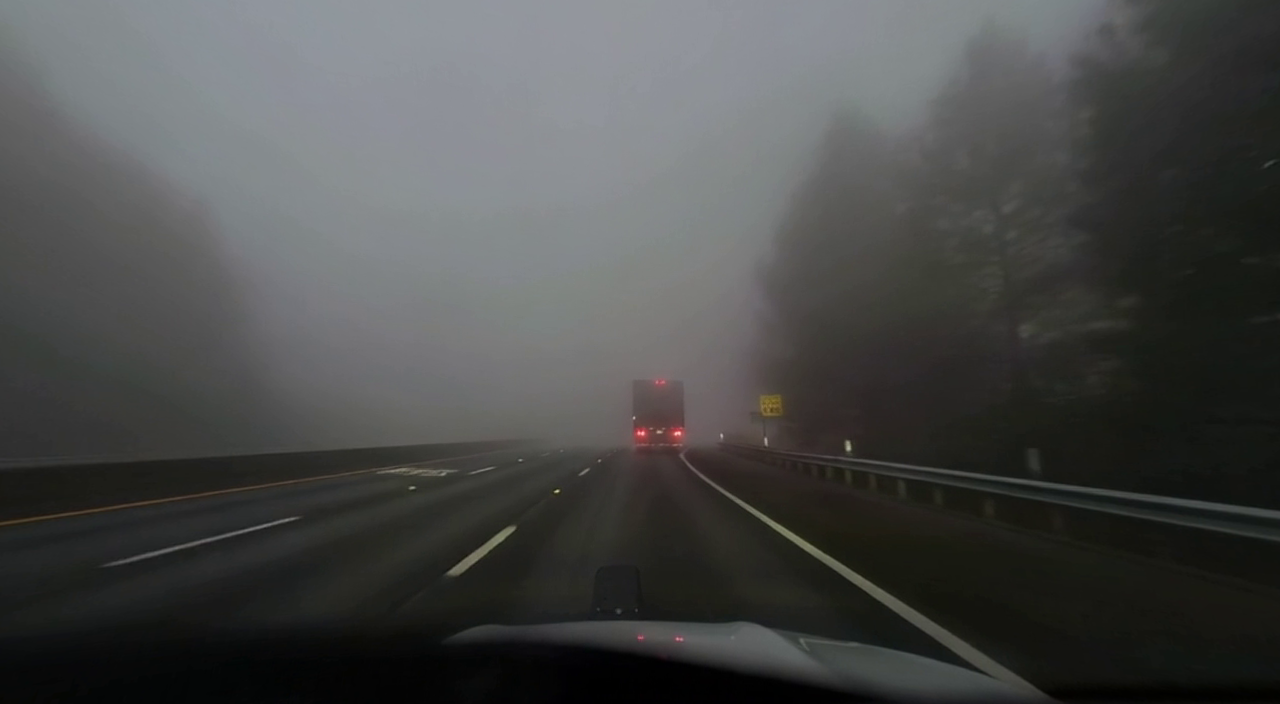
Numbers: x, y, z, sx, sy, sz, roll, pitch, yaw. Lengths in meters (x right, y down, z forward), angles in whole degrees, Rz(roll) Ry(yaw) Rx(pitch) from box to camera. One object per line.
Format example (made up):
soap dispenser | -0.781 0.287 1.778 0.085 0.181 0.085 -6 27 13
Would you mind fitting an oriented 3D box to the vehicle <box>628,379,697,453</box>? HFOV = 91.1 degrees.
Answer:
vehicle | 1.258 4.034 37.839 3.446 3.698 12.089 0 -8 1
